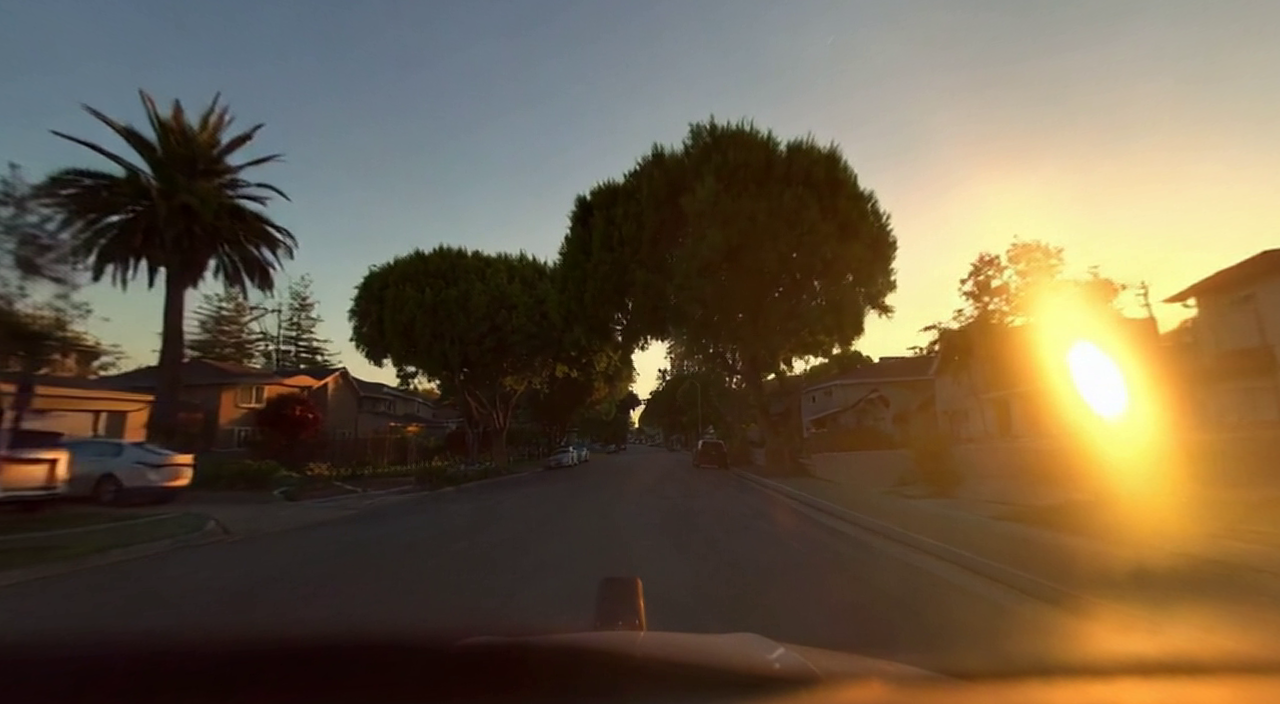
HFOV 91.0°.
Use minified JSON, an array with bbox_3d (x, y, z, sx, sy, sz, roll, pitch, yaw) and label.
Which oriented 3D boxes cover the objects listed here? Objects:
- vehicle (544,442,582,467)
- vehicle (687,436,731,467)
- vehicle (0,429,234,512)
[{"bbox_3d":[-5.424,7.301,44.968,2.005,1.706,4.428,-1,-8,3],"label":"vehicle"},{"bbox_3d":[4.127,6.051,38.360,2.176,1.762,4.622,0,-8,1],"label":"vehicle"},{"bbox_3d":[-13.013,2.857,15.418,4.743,1.849,1.976,0,-8,2],"label":"vehicle"}]
